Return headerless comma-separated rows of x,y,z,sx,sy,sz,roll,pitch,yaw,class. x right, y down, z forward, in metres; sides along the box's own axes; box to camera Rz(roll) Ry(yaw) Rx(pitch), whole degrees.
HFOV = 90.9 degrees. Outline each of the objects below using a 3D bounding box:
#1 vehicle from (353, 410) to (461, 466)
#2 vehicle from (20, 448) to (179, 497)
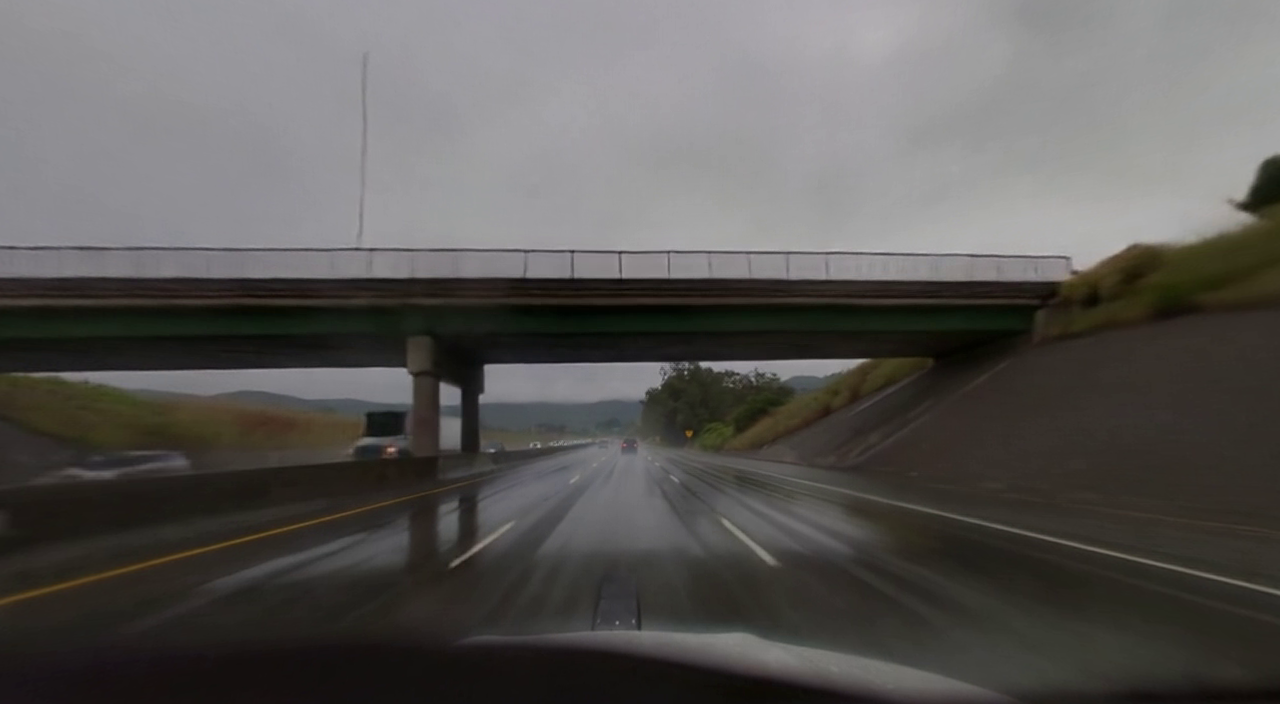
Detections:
-16.891,6.447,47.432,2.982,3.570,14.255,0,-8,-1,vehicle
-19.832,4.393,23.469,1.889,1.516,4.588,0,-8,-1,vehicle
